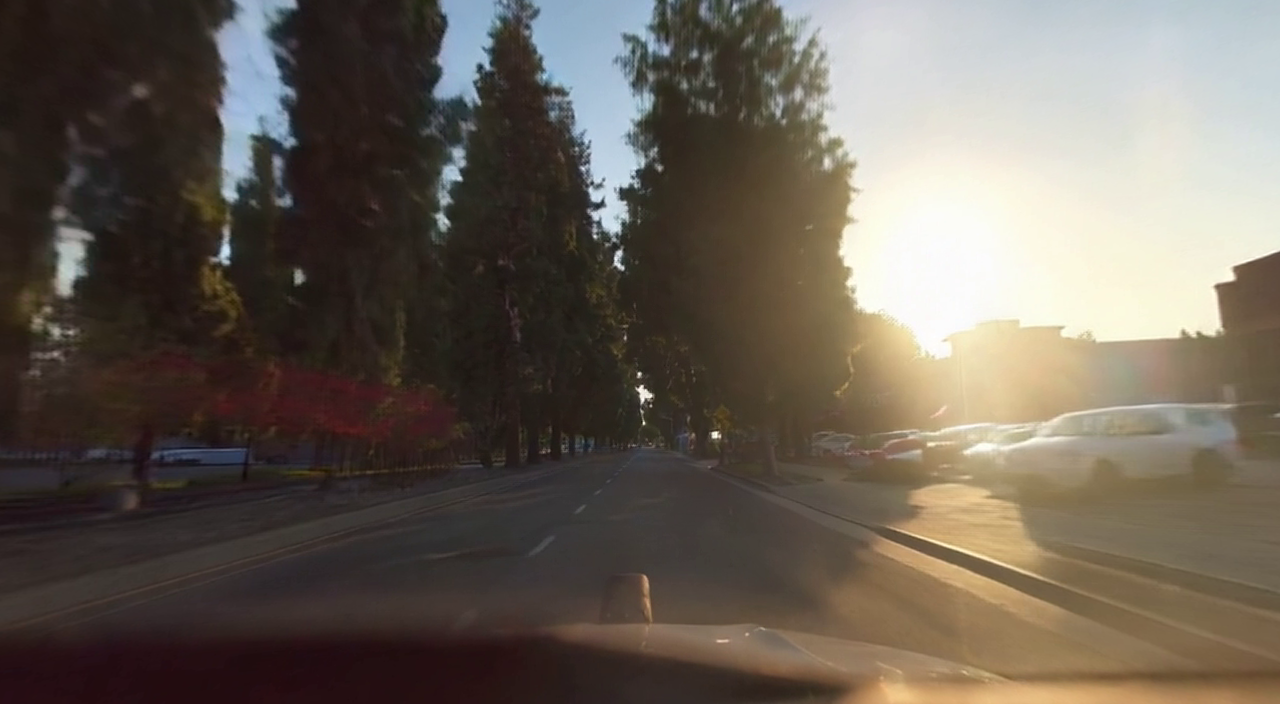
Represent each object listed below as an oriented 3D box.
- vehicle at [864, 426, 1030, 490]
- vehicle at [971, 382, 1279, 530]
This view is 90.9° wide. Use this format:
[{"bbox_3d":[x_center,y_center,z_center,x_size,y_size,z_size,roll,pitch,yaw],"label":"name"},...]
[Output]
[{"bbox_3d":[8.064,2.834,17.209,1.993,1.476,4.821,0,-8,-2],"label":"vehicle"},{"bbox_3d":[8.051,1.701,10.693,2.235,1.899,4.827,-1,-8,0],"label":"vehicle"}]
